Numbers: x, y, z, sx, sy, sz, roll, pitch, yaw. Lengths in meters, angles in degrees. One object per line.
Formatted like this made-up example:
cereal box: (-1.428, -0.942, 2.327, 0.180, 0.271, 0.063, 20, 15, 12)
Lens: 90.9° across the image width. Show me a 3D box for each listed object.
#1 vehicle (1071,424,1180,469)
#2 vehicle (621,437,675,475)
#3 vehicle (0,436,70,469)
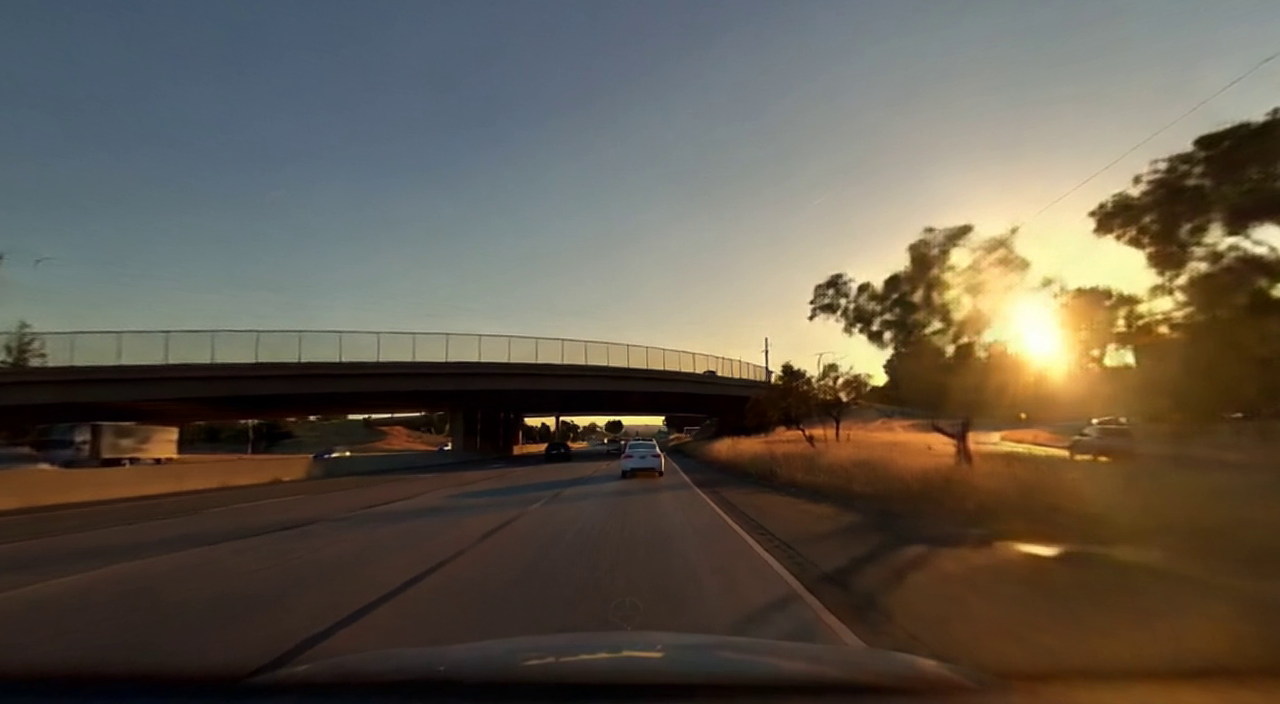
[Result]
vehicle: (21.016, 4.116, 27.570, 2.095, 1.674, 4.530, 1, -8, 15)
vehicle: (0.340, 4.472, 27.322, 2.145, 1.493, 4.146, 0, -8, 0)
vehicle: (-44.651, 7.176, 45.241, 2.857, 2.170, 4.763, -1, -8, 1)
